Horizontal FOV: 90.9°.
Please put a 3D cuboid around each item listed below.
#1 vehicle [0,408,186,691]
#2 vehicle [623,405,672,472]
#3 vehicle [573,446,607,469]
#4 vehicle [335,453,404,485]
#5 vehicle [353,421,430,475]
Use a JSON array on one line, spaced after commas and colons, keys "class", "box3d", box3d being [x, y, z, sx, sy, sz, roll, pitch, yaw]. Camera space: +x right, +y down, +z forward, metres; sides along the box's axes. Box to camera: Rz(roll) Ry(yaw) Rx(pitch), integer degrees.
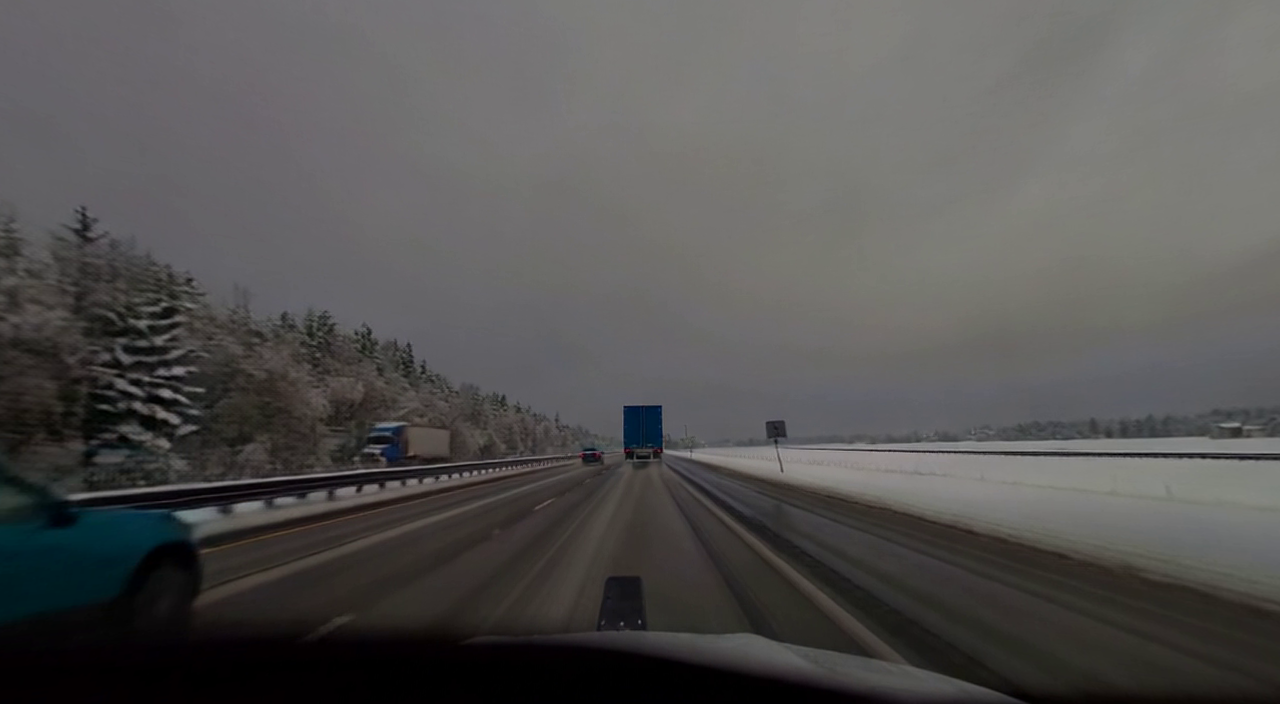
[{"class": "vehicle", "box3d": [-4.546, 0.937, 2.498, 2.051, 1.538, 4.569, 0, -9, 0]}, {"class": "vehicle", "box3d": [0.497, 5.888, 42.467, 2.899, 3.966, 10.053, 0, -9, 1]}, {"class": "vehicle", "box3d": [-3.654, 7.759, 46.463, 2.063, 1.583, 4.049, 0, -9, 1]}, {"class": "vehicle", "box3d": [-13.256, 5.743, 31.123, 1.660, 1.399, 3.788, 0, -9, 1]}, {"class": "vehicle", "box3d": [-17.545, 6.834, 44.962, 2.958, 3.590, 6.128, 0, -9, 0]}]
